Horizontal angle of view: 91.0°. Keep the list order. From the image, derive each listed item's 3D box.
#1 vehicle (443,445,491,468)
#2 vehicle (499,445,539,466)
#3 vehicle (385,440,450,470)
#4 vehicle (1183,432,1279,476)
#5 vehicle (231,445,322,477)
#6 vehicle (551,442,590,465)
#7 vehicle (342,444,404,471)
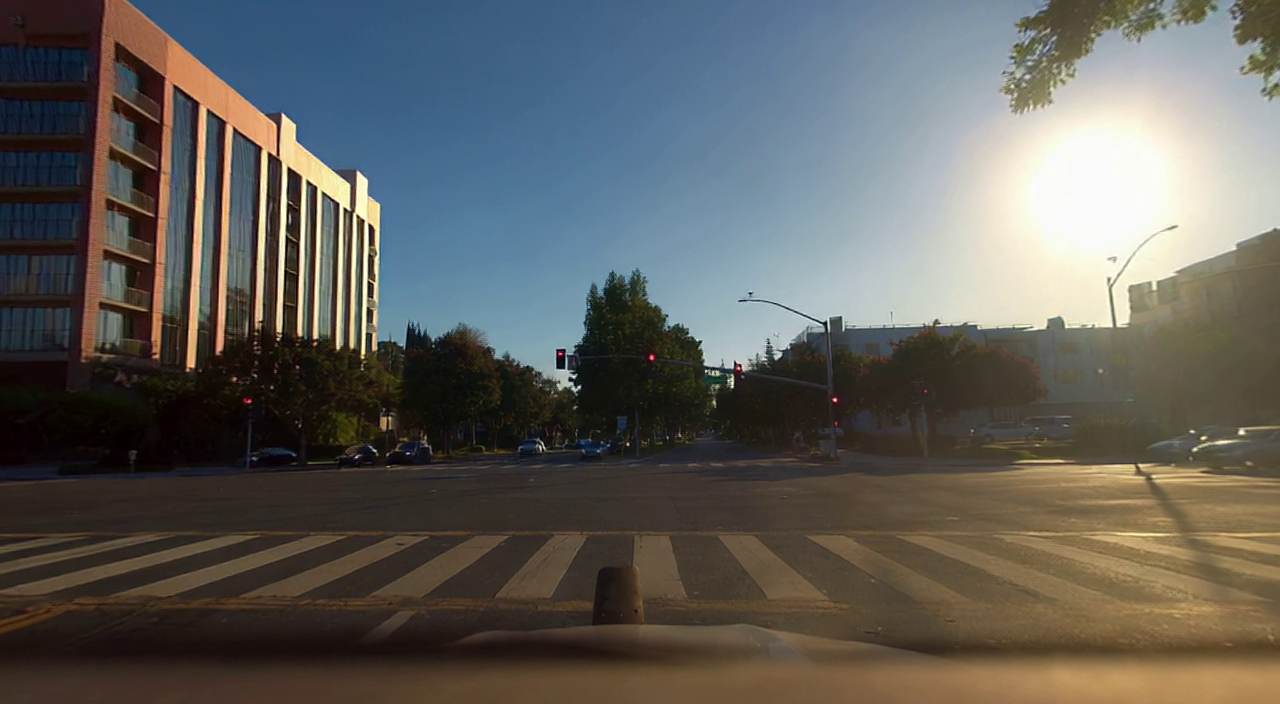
[{"bbox_3d":[-11.637,7.077,42.698,1.911,1.476,4.297,-1,-9,2],"label":"vehicle"},{"bbox_3d":[-8.111,7.004,42.603,1.910,1.321,3.692,0,-9,1],"label":"vehicle"},{"bbox_3d":[-15.148,7.033,43.162,2.340,1.946,5.450,0,-9,2],"label":"vehicle"},{"bbox_3d":[22.310,3.586,22.235,4.474,1.477,1.908,0,-9,-3],"label":"vehicle"},{"bbox_3d":[-22.583,6.756,39.392,2.032,1.839,4.884,-2,-9,13],"label":"vehicle"},{"bbox_3d":[-4.529,6.710,41.679,1.954,1.431,4.050,-1,-9,2],"label":"vehicle"},{"bbox_3d":[-18.563,7.341,44.007,2.237,1.801,4.541,0,-9,1],"label":"vehicle"}]
